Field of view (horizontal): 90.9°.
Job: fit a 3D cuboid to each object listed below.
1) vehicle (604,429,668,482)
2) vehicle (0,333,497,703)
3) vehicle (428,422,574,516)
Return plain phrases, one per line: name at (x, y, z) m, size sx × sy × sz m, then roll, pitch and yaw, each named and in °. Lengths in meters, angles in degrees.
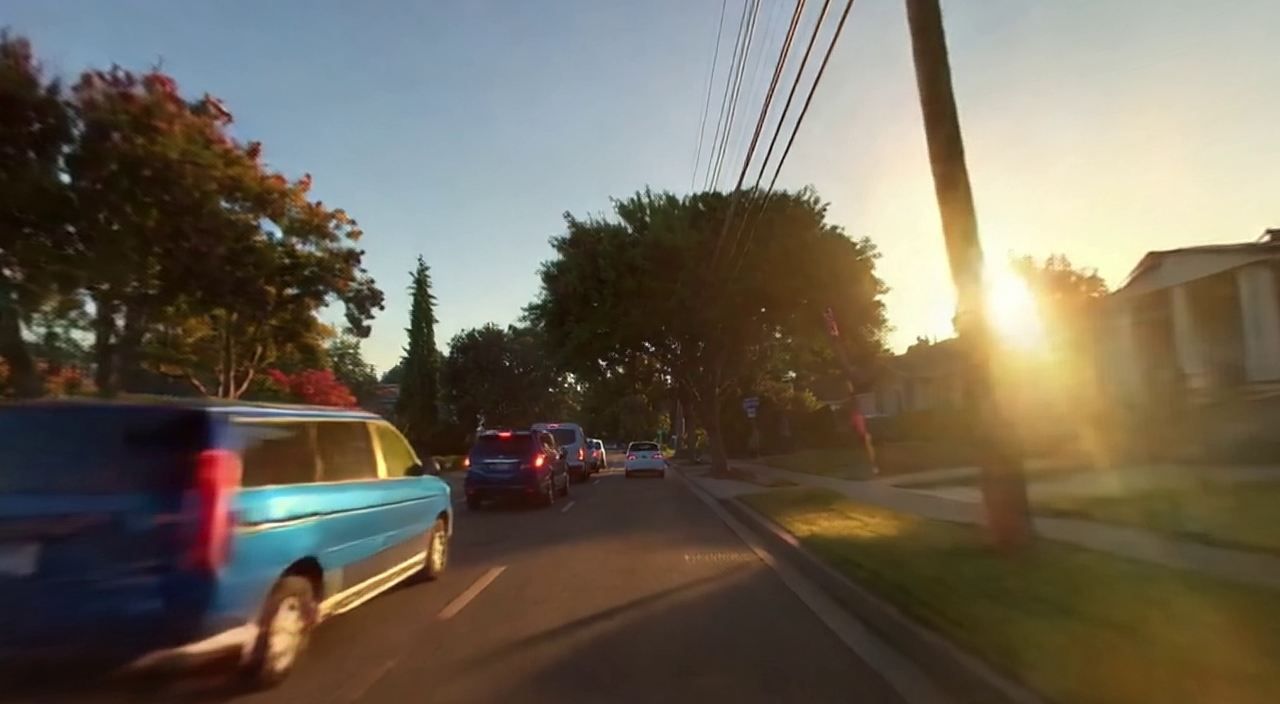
vehicle at (-0.143, 3.700, 22.728) m, size 2.120 × 1.718 × 3.909 m, roll 0°, pitch -9°, yaw 0°
vehicle at (-2.653, 1.126, 4.538) m, size 2.157 × 1.765 × 4.303 m, roll -1°, pitch -9°, yaw 1°
vehicle at (-2.808, 2.496, 13.886) m, size 2.105 × 1.709 × 4.251 m, roll -1°, pitch -9°, yaw 2°
